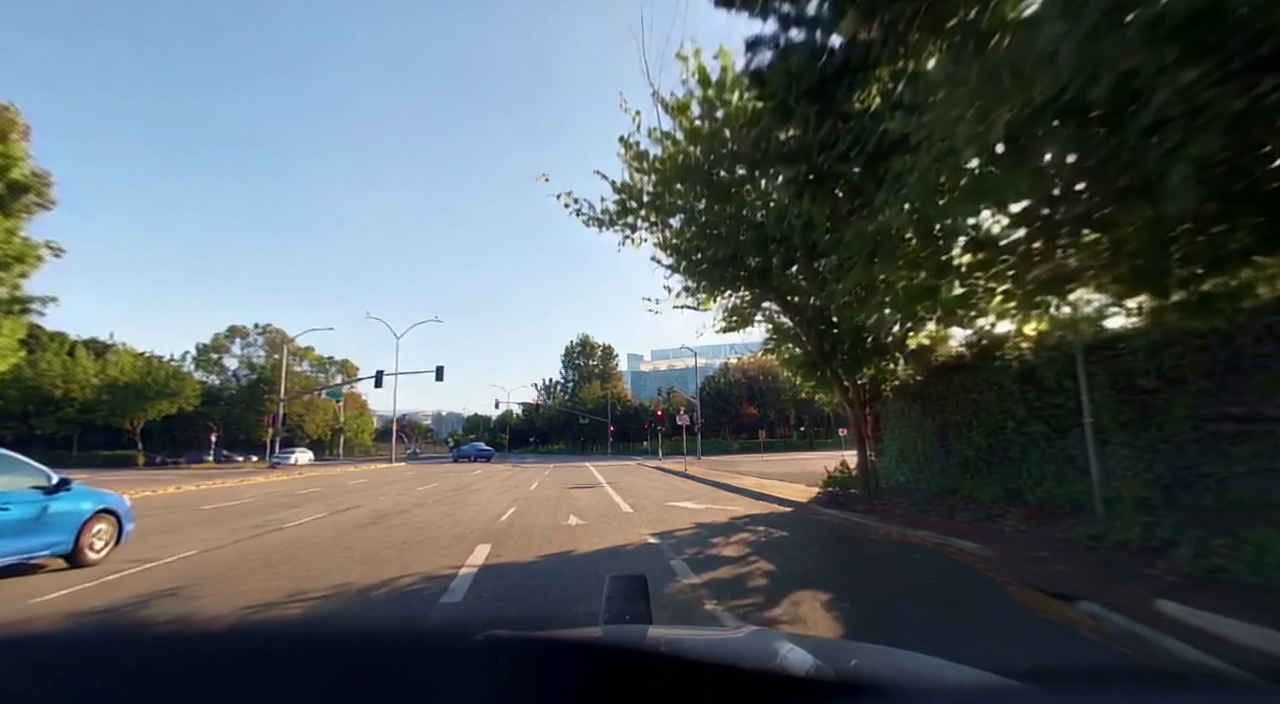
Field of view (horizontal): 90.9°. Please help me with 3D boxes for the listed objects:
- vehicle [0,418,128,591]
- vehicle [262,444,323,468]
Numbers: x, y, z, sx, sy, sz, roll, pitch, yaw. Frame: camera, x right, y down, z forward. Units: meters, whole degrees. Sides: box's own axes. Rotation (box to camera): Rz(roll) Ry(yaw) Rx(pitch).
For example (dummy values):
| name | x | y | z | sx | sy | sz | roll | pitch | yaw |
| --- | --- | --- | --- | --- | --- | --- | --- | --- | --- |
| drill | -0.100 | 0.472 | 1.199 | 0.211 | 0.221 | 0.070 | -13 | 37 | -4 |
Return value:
| name | x | y | z | sx | sy | sz | roll | pitch | yaw |
| --- | --- | --- | --- | --- | --- | --- | --- | --- | --- |
| vehicle | -6.645 | 1.251 | 4.864 | 2.096 | 1.521 | 4.231 | 1 | -8 | -6 |
| vehicle | -22.868 | 6.835 | 41.653 | 1.877 | 1.492 | 4.205 | 1 | -8 | -5 |
